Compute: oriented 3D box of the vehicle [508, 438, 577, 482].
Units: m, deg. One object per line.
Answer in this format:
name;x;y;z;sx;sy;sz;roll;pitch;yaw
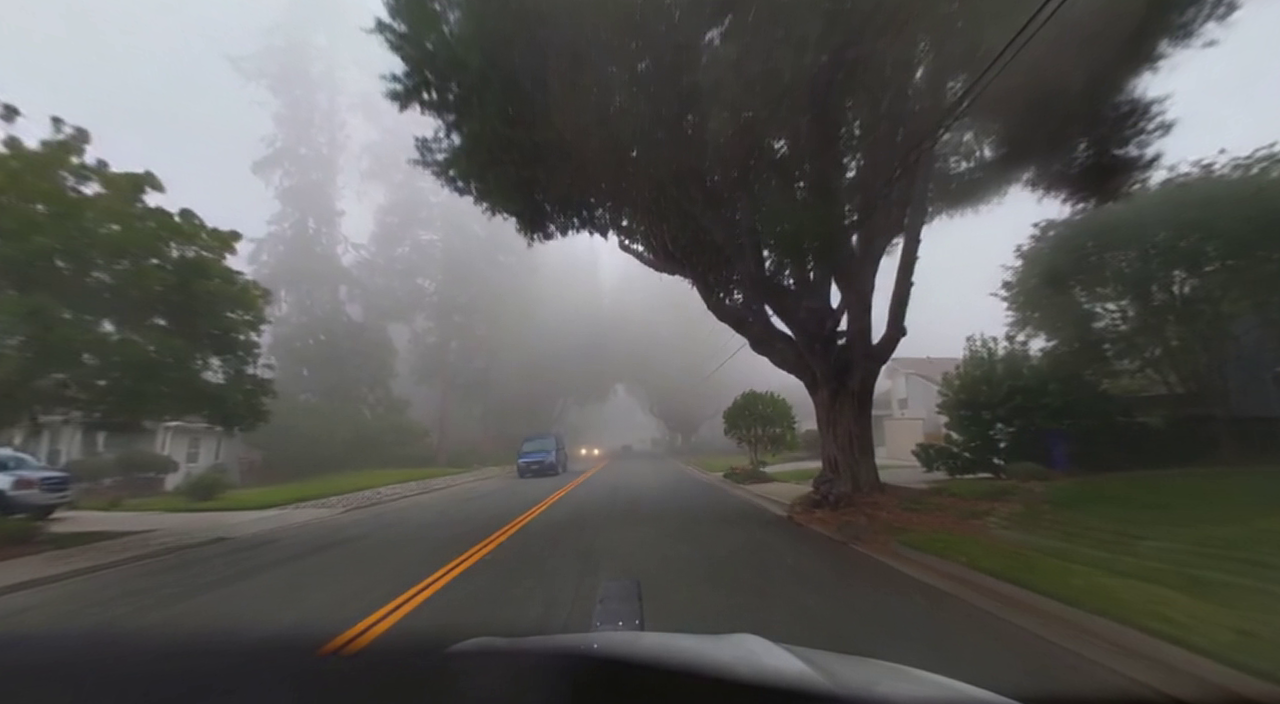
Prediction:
vehicle;-4.392;4.953;29.463;2.303;1.813;5.660;-1;-8;0
